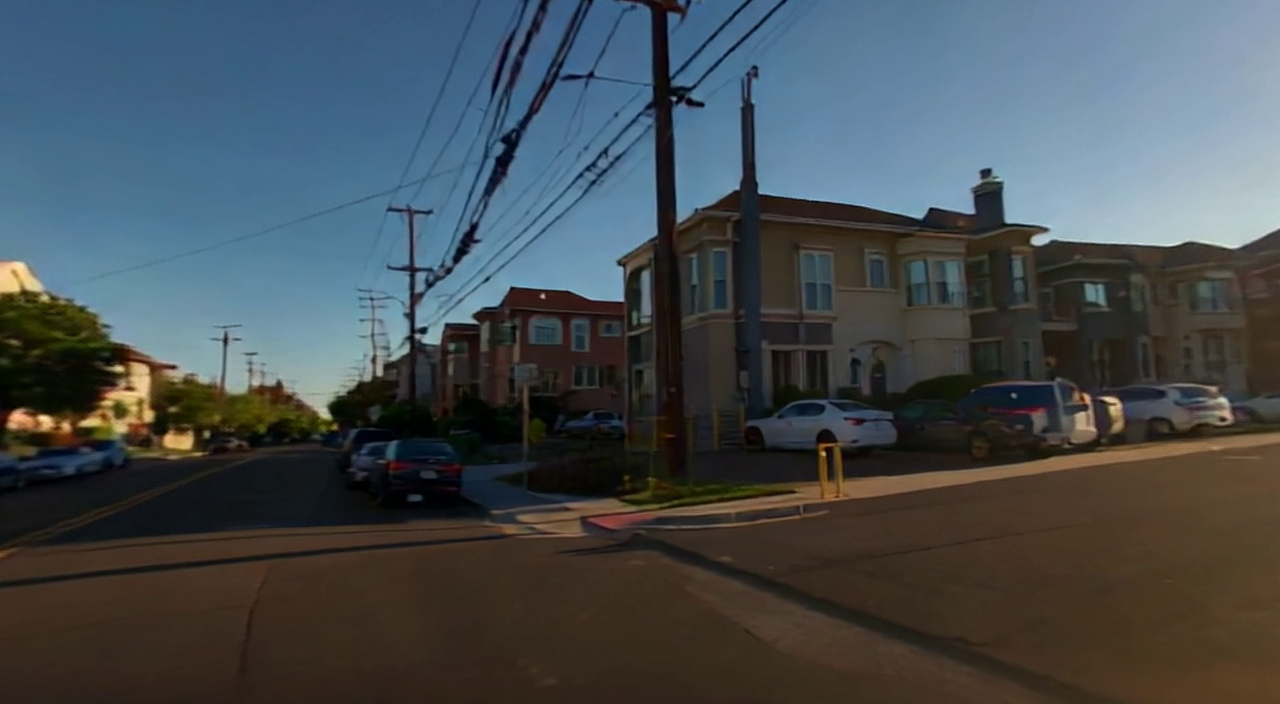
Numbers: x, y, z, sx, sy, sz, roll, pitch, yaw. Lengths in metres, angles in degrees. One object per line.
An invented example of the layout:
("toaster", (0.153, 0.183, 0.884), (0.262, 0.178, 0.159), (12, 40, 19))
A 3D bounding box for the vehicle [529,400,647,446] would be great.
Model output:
("vehicle", (-2.521, 3.347, 28.946), (5.778, 1.875, 2.152), (-8, -11, 44))

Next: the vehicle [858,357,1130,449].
("vehicle", (8.669, 1.439, 15.972), (5.514, 1.976, 2.153), (-5, -9, 30))

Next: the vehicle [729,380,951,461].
("vehicle", (4.700, 1.719, 15.107), (4.648, 1.659, 1.897), (-6, -10, 32))

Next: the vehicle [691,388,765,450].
("vehicle", (2.754, 2.168, 19.719), (2.003, 1.695, 4.195), (-2, -8, 9))

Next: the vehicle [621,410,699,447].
("vehicle", (0.923, 3.650, 30.567), (1.754, 1.559, 3.567), (5, -6, -41))

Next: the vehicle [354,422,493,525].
("vehicle", (-4.269, 2.211, 12.057), (1.914, 1.591, 3.892), (4, -9, -27))
